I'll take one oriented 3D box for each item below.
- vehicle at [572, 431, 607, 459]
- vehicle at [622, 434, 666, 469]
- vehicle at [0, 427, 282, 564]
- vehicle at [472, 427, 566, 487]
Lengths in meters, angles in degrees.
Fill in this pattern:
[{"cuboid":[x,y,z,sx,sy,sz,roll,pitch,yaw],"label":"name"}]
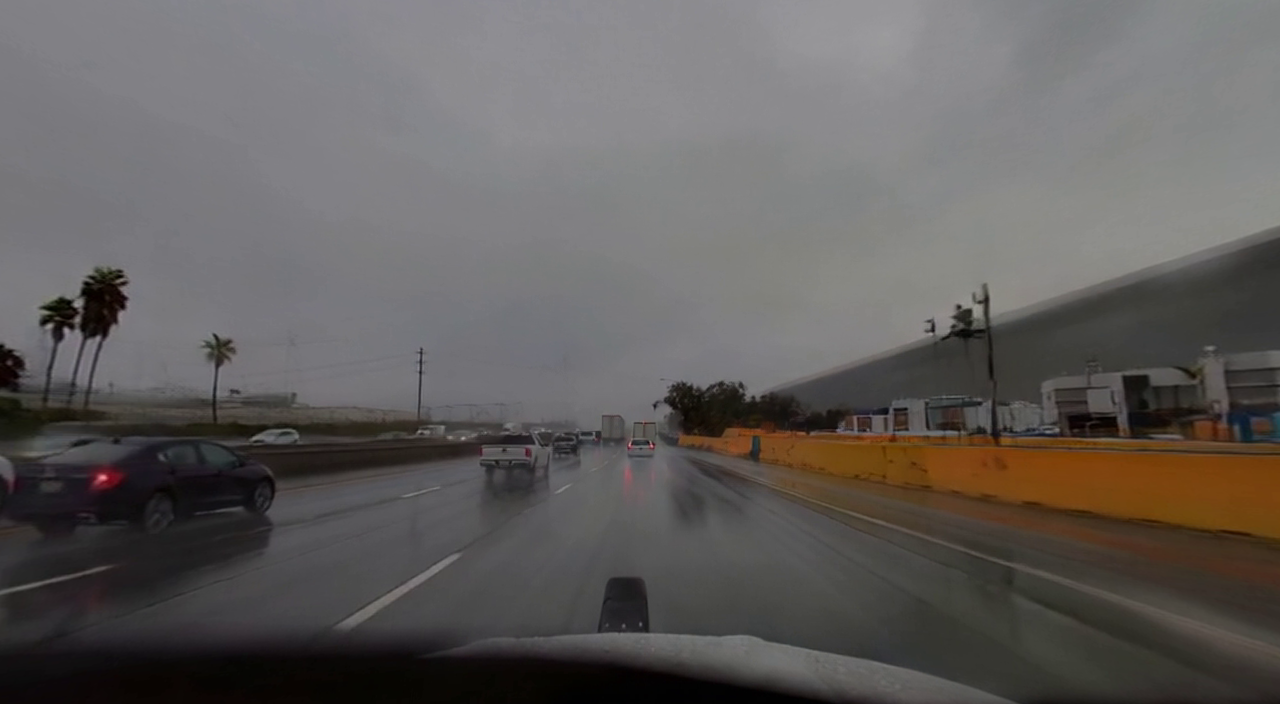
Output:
[{"cuboid":[-3.780,7.078,48.142,2.203,1.958,4.848,0,-8,1],"label":"vehicle"},{"cuboid":[0.193,5.048,32.236,2.136,1.678,4.052,0,-8,0],"label":"vehicle"},{"cuboid":[-7.449,1.878,9.107,1.949,1.476,4.410,0,-8,0],"label":"vehicle"},{"cuboid":[-3.807,3.399,20.739,2.108,1.740,4.549,0,-8,1],"label":"vehicle"}]
